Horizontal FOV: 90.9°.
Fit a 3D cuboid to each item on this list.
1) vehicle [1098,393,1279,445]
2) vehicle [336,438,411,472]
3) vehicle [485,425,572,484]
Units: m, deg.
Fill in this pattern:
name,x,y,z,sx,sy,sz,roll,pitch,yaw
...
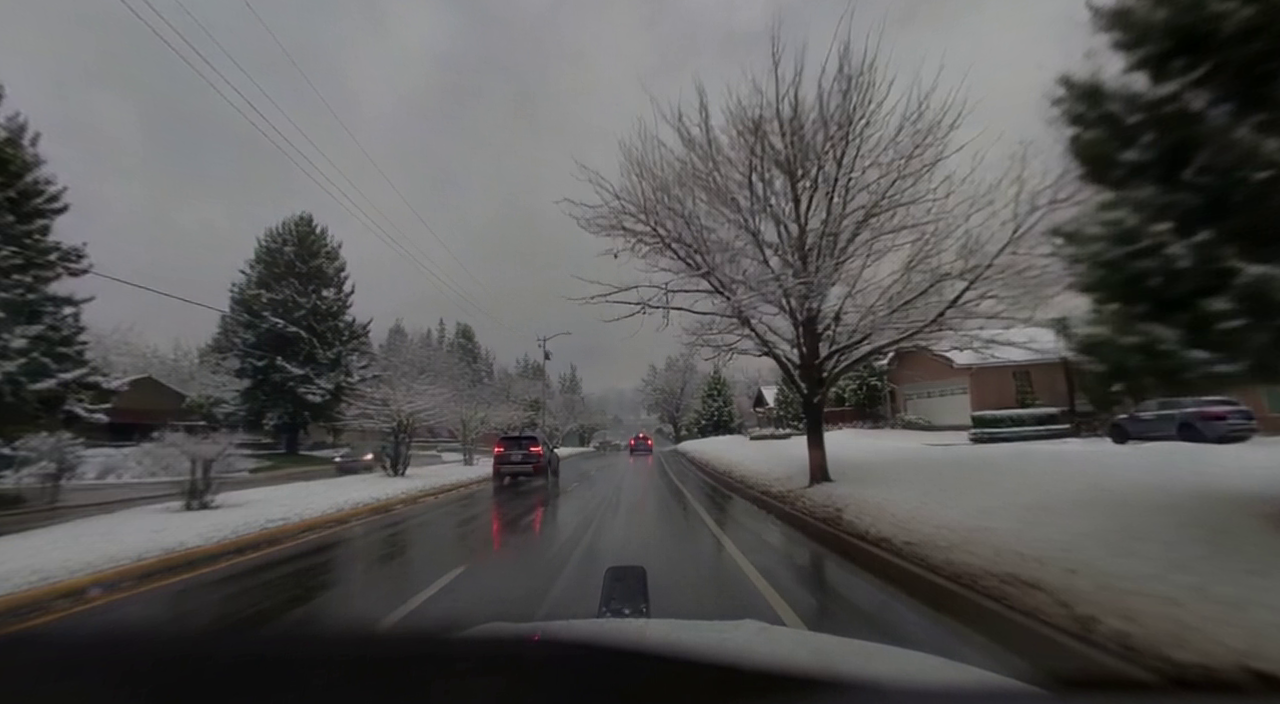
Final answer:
name,x,y,z,sx,sy,sz,roll,pitch,yaw
vehicle,17.745,2.293,20.778,1.939,1.477,5.129,-1,-8,7
vehicle,-15.312,5.945,36.600,2.008,1.801,5.285,0,-8,0
vehicle,-3.633,3.440,21.386,2.073,1.770,4.302,0,-8,1
